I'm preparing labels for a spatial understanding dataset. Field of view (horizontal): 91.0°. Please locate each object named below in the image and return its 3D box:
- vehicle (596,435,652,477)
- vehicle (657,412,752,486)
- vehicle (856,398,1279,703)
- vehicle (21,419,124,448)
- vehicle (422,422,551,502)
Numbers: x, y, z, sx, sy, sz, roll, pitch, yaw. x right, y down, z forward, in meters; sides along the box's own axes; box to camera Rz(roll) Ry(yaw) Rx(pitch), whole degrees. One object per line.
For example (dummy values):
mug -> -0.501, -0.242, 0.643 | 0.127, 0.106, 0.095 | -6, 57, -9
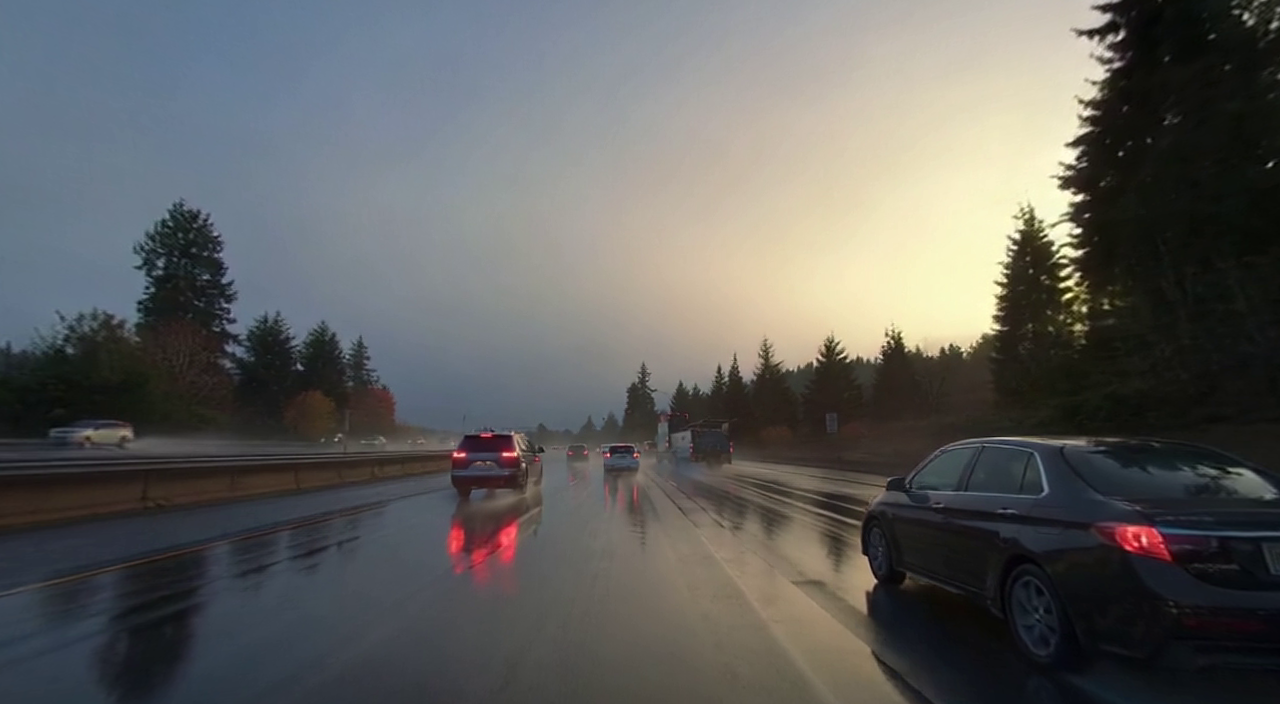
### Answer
vehicle -> -0.687, 4.553, 27.673 | 2.235, 1.682, 4.094 | 0, -9, -1
vehicle -> 3.017, 5.231, 34.290 | 3.426, 3.279, 12.313 | 0, -8, -2
vehicle -> 3.187, 1.214, 4.063 | 2.031, 1.504, 4.327 | 0, -9, 0
vehicle -> -31.916, 4.664, 35.576 | 1.974, 1.531, 4.193 | 1, -9, -2
vehicle -> -3.795, 2.840, 16.603 | 2.176, 1.783, 4.799 | 0, -9, 0
